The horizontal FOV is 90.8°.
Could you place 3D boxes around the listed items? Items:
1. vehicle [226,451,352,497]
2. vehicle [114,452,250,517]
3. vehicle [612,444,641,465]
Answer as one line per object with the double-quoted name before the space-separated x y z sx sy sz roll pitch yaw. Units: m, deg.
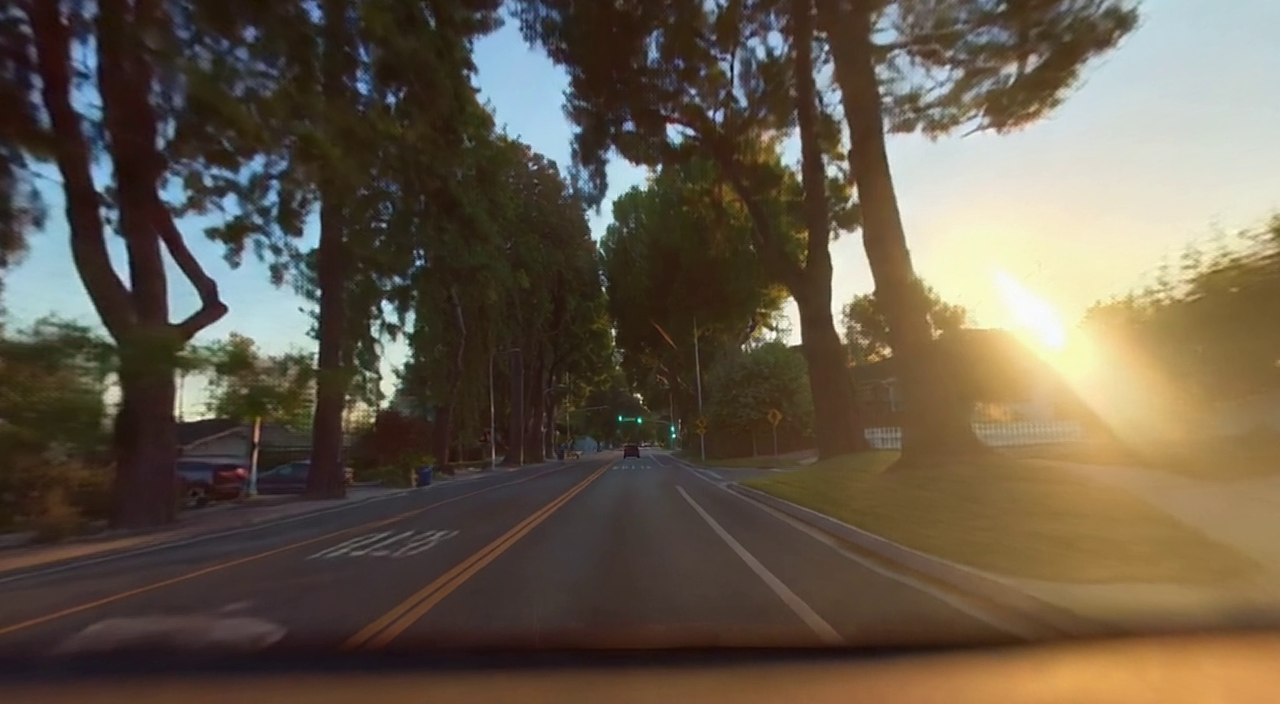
"vehicle" -16.141 5.612 29.281 2.043 1.803 4.631 -12 -13 37
"vehicle" -16.658 4.739 23.427 2.378 1.922 5.801 0 -8 -18
"vehicle" -1.005 7.743 48.064 2.104 1.500 3.815 0 -8 -1
